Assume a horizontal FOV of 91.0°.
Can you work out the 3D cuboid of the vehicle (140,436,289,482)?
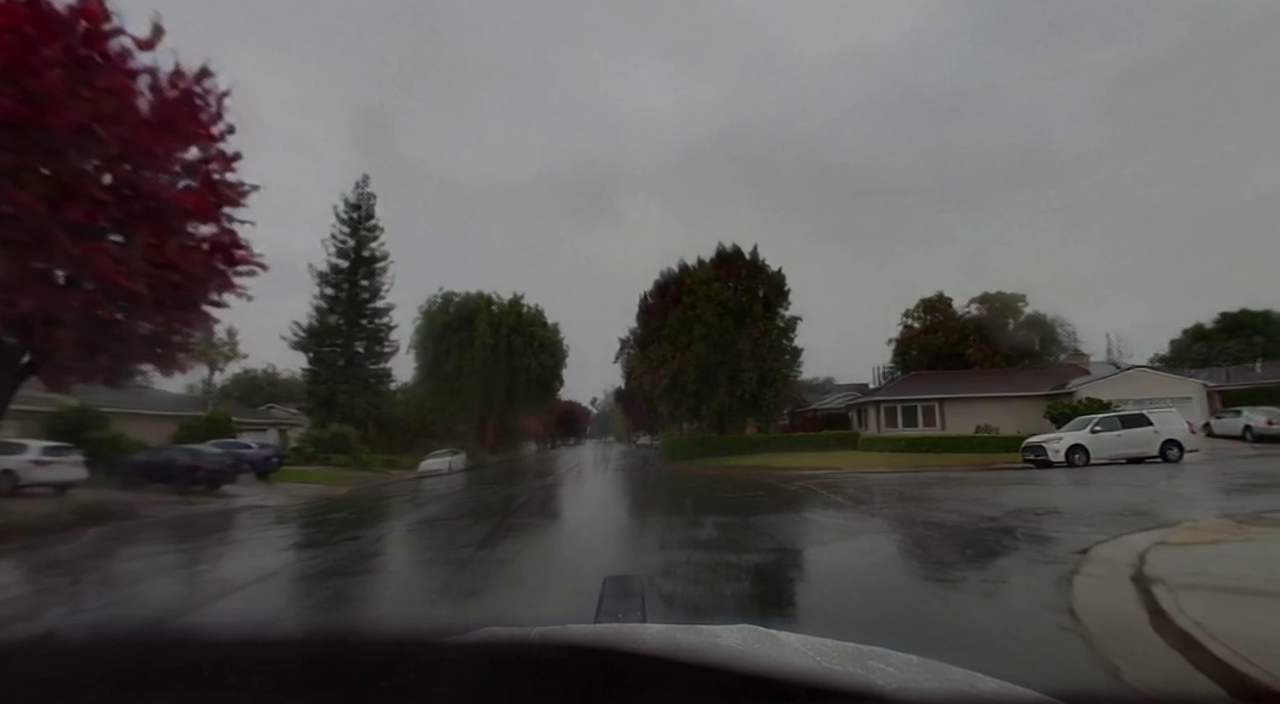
[{"bbox_3d":[-17.957,4.548,26.804,4.683,1.849,2.044,1,-9,-8],"label":"vehicle"}]

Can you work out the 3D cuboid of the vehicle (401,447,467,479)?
[{"bbox_3d":[-10.442,5.641,32.273,2.040,1.525,5.212,1,-9,-5],"label":"vehicle"}]

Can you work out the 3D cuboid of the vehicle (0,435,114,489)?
[{"bbox_3d":[-19.923,3.436,19.759,1.829,1.584,4.748,-4,-10,25],"label":"vehicle"}]

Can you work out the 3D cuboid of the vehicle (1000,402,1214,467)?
[{"bbox_3d":[16.153,2.928,21.910,6.088,2.084,2.337,2,-10,-12],"label":"vehicle"}]
